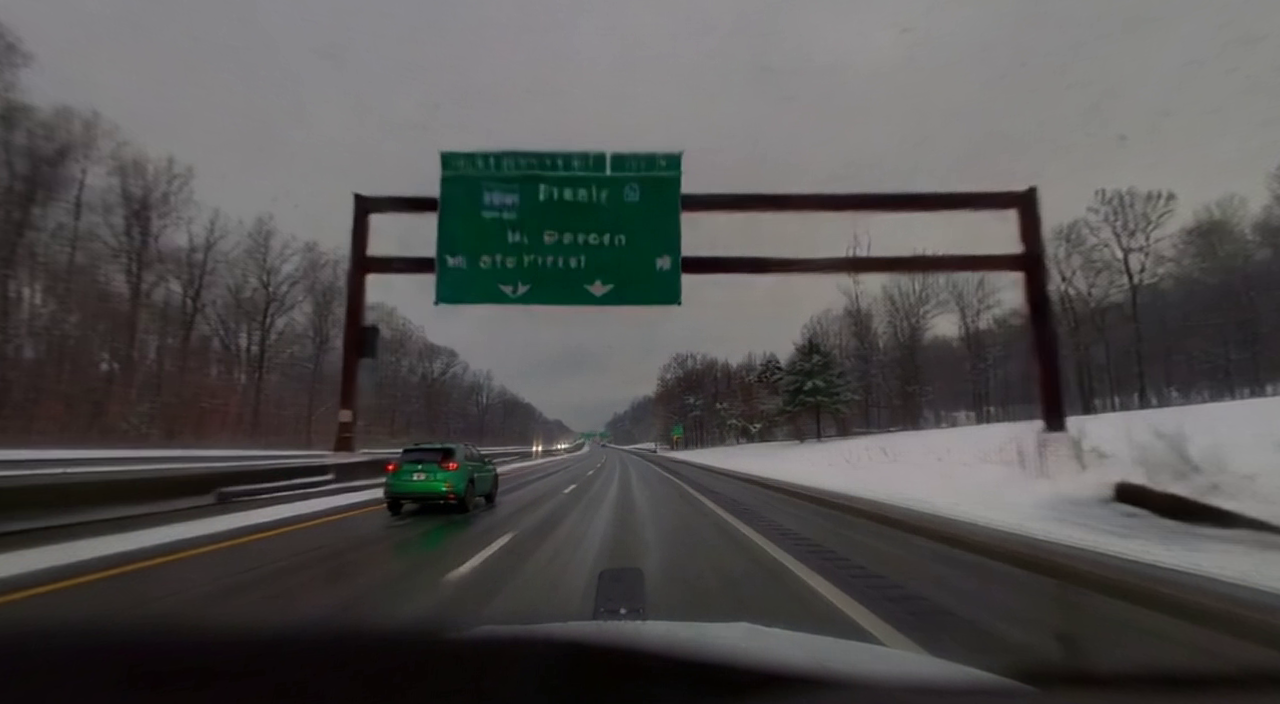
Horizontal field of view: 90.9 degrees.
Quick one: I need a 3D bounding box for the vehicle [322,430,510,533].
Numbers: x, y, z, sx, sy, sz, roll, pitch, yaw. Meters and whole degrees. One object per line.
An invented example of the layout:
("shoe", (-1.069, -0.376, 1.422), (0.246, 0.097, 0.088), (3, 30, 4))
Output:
("vehicle", (-3.790, 2.264, 11.509), (1.990, 1.532, 3.911), (0, -9, 0))
